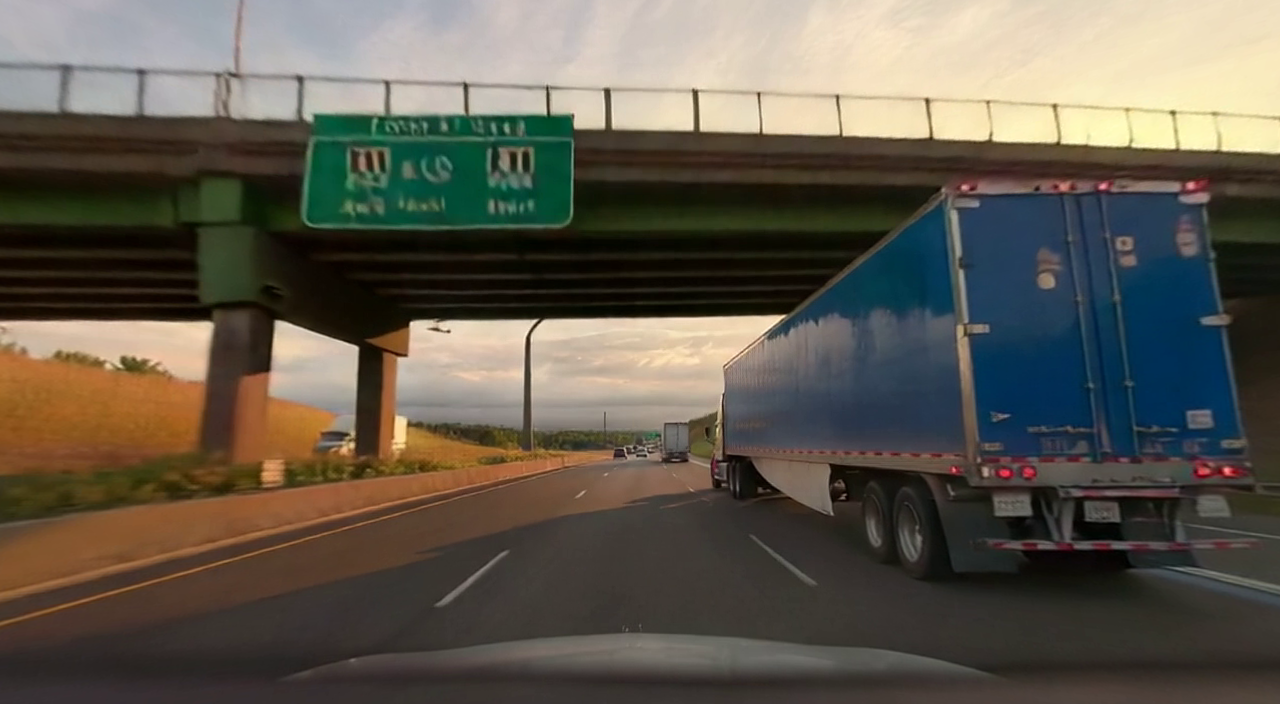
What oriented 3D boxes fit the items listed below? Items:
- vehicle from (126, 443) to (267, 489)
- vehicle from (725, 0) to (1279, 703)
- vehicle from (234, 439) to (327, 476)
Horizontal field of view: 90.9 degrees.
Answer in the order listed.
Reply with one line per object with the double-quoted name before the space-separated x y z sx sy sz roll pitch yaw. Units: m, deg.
"vehicle" -15.312 3.954 22.101 1.865 1.434 4.197 0 -9 0
"vehicle" 3.856 0.795 10.004 2.825 4.054 14.210 0 -9 -1
"vehicle" -18.779 5.530 33.213 2.040 1.755 4.902 0 -9 -1
